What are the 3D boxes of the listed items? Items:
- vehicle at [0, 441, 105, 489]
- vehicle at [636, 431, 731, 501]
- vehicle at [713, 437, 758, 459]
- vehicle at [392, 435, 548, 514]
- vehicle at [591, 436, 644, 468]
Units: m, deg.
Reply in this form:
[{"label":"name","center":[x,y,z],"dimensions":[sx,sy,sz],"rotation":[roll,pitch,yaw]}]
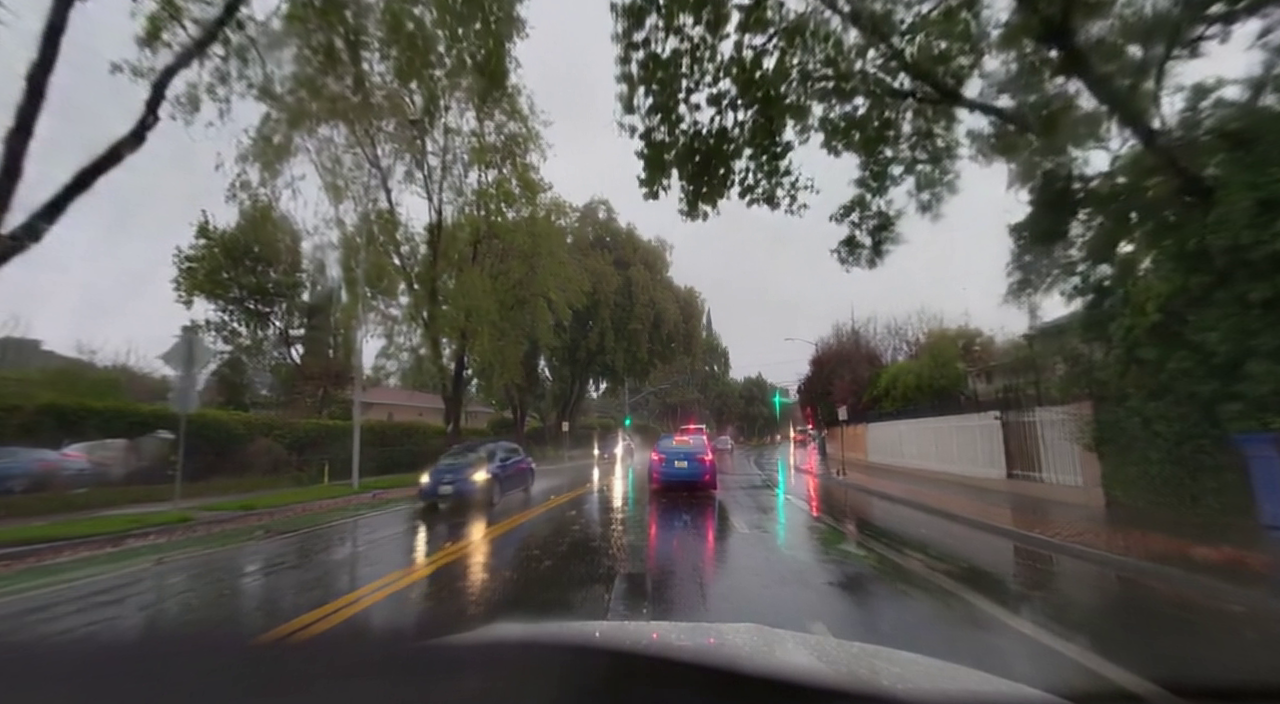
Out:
[{"label":"vehicle","center":[-20.142,3.564,20.079],"dimensions":[1.937,1.450,4.422],"rotation":[-1,-8,9]},{"label":"vehicle","center":[1.060,2.818,15.932],"dimensions":[2.070,1.516,3.936],"rotation":[0,-8,3]},{"label":"vehicle","center":[7.542,7.502,49.300],"dimensions":[1.988,1.601,4.353],"rotation":[-5,-10,30]},{"label":"vehicle","center":[-3.592,2.676,14.333],"dimensions":[1.961,1.498,4.401],"rotation":[-1,-8,5]},{"label":"vehicle","center":[-1.196,5.729,36.159],"dimensions":[2.082,1.682,4.623],"rotation":[-1,-9,11]}]
